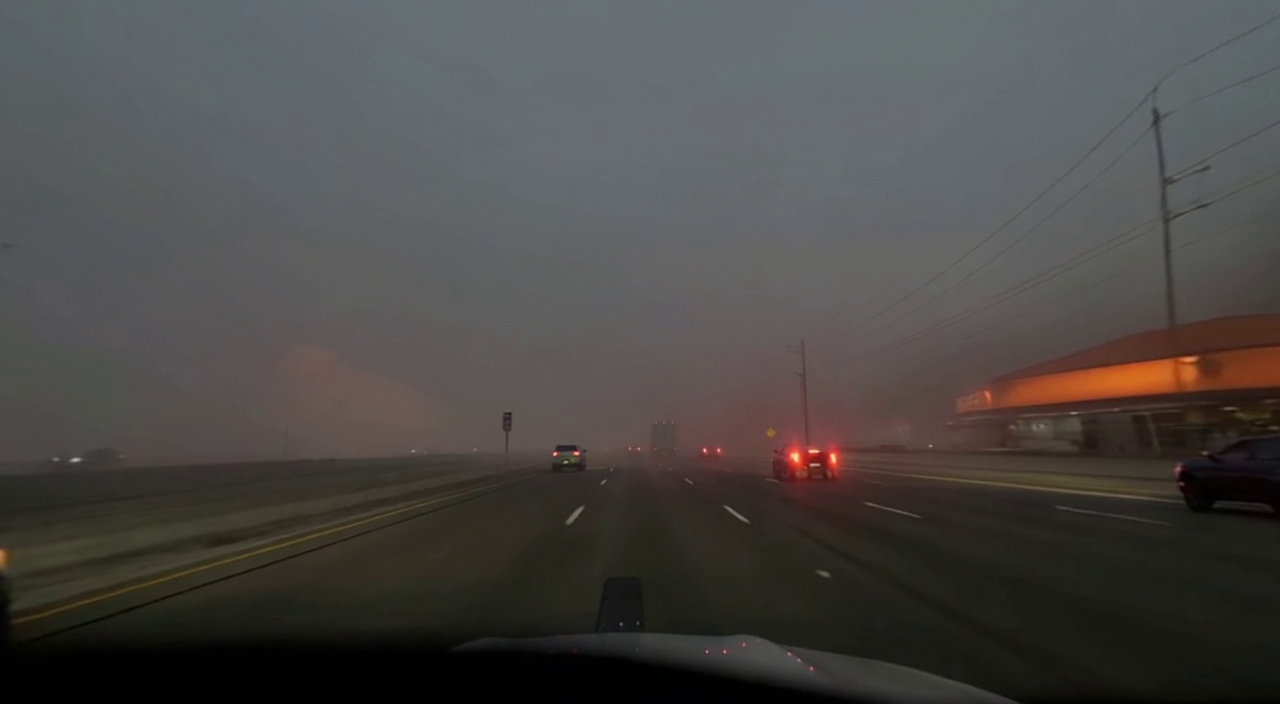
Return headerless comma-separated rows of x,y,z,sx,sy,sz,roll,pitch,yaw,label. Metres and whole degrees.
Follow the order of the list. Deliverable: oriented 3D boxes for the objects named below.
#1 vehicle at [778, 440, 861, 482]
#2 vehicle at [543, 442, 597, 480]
7.089,4.337,25.385,1.980,1.501,4.433,0,-9,-1,vehicle
-2.984,4.724,27.640,1.929,1.521,4.097,0,-9,0,vehicle
